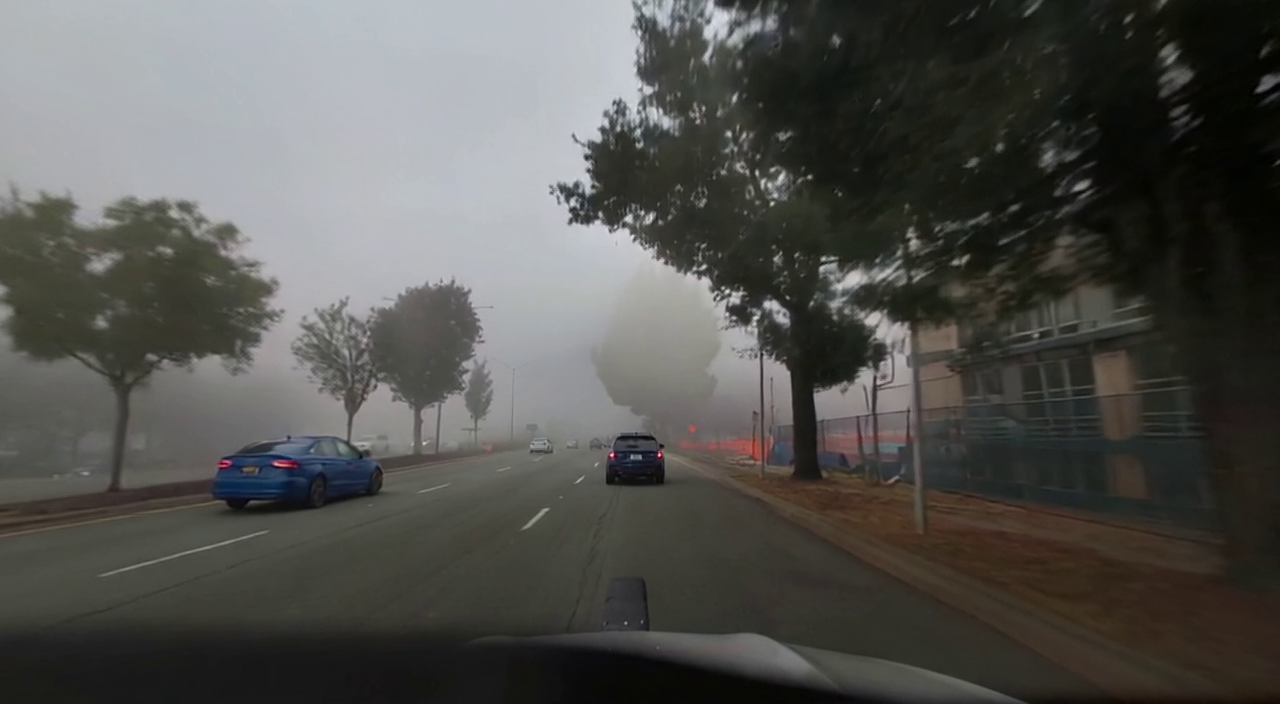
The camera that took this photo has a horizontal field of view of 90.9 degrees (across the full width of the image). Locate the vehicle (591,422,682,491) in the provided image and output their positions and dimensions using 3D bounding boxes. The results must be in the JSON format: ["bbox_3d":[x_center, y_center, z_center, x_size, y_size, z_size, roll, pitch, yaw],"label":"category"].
[{"bbox_3d":[-0.168,2.842,17.540,2.227,1.654,4.091,0,-8,-2],"label":"vehicle"}]

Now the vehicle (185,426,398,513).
[{"bbox_3d":[-6.837,2.309,13.055,1.877,1.479,4.430,0,-8,0],"label":"vehicle"}]
